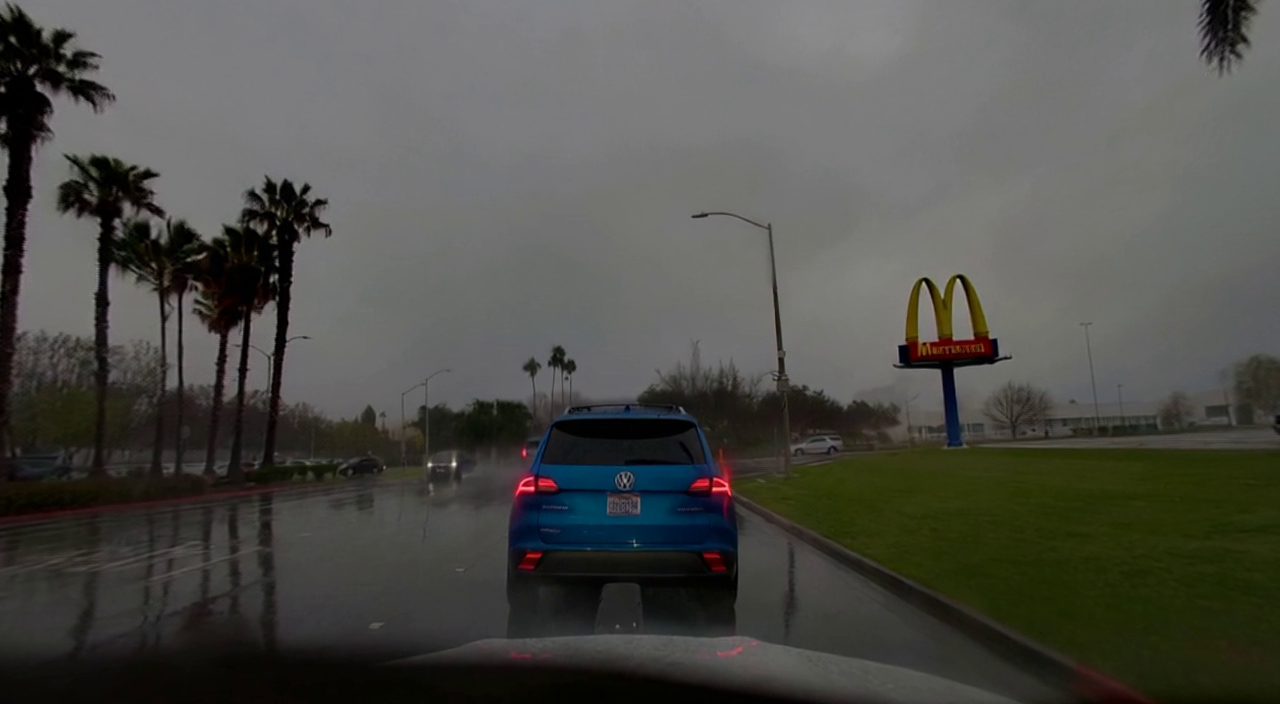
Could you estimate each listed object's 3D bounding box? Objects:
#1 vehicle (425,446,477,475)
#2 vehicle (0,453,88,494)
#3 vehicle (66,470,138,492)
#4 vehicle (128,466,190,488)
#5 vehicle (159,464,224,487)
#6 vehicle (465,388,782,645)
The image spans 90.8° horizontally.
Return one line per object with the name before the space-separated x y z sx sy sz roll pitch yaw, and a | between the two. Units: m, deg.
vehicle | -12.312 7.075 41.463 1.965 1.718 4.466 0 -9 2
vehicle | -28.072 5.383 28.232 4.584 1.714 2.186 4 -10 -27
vehicle | -39.940 9.564 47.012 1.602 1.400 4.220 0 -9 0
vehicle | -35.633 9.255 46.888 1.641 1.375 3.640 0 -9 1
vehicle | -33.302 9.161 47.027 1.792 1.439 3.952 -1 -9 3
vehicle | -0.140 1.407 6.330 2.137 1.728 3.926 0 -9 -1
